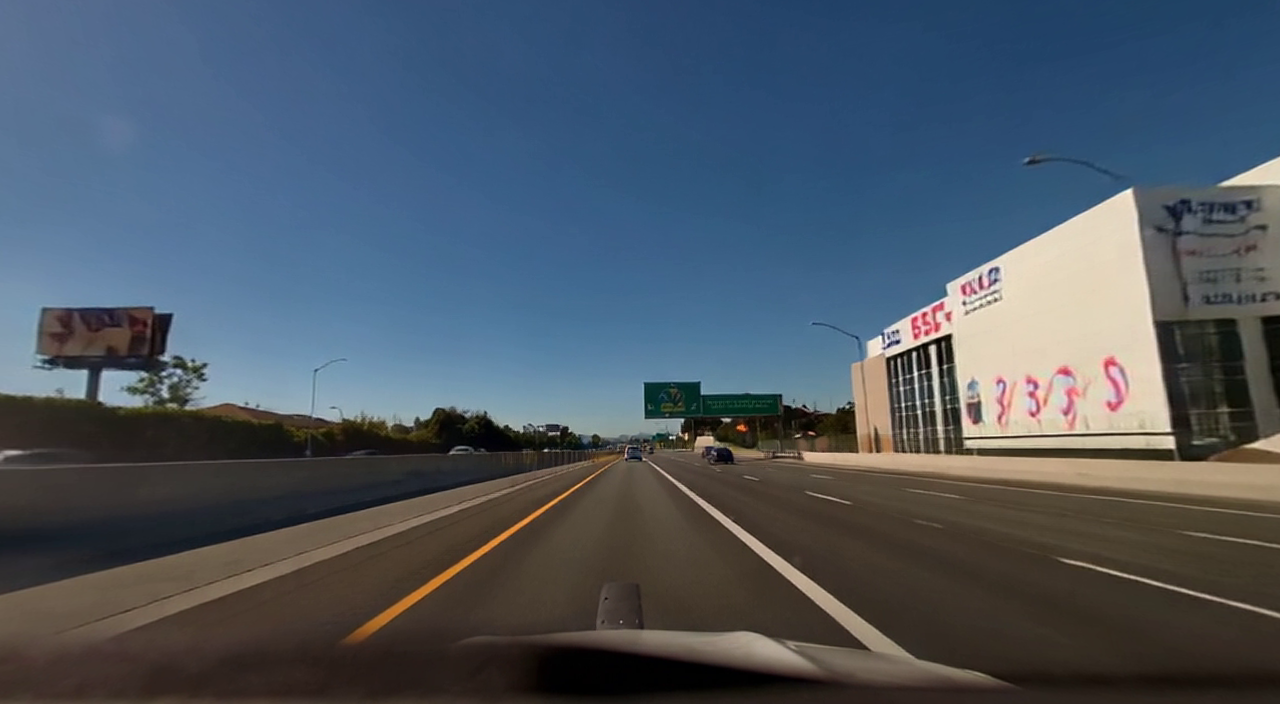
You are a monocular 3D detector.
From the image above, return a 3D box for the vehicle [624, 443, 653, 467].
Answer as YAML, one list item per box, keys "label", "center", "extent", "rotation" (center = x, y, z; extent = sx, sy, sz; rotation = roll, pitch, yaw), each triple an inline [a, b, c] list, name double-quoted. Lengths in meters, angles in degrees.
- label: "vehicle"
  center: [-0.172, 8.091, 49.988]
  extent: [2.154, 1.786, 5.045]
  rotation: [0, -8, -1]

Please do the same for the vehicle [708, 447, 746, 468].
- label: "vehicle"
  center: [6.337, 7.760, 46.576]
  extent: [1.976, 1.477, 4.448]
  rotation: [0, -9, -2]

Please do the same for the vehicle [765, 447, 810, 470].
- label: "vehicle"
  center: [10.199, 7.378, 43.934]
  extent: [1.953, 1.473, 4.512]
  rotation: [0, -9, -1]
